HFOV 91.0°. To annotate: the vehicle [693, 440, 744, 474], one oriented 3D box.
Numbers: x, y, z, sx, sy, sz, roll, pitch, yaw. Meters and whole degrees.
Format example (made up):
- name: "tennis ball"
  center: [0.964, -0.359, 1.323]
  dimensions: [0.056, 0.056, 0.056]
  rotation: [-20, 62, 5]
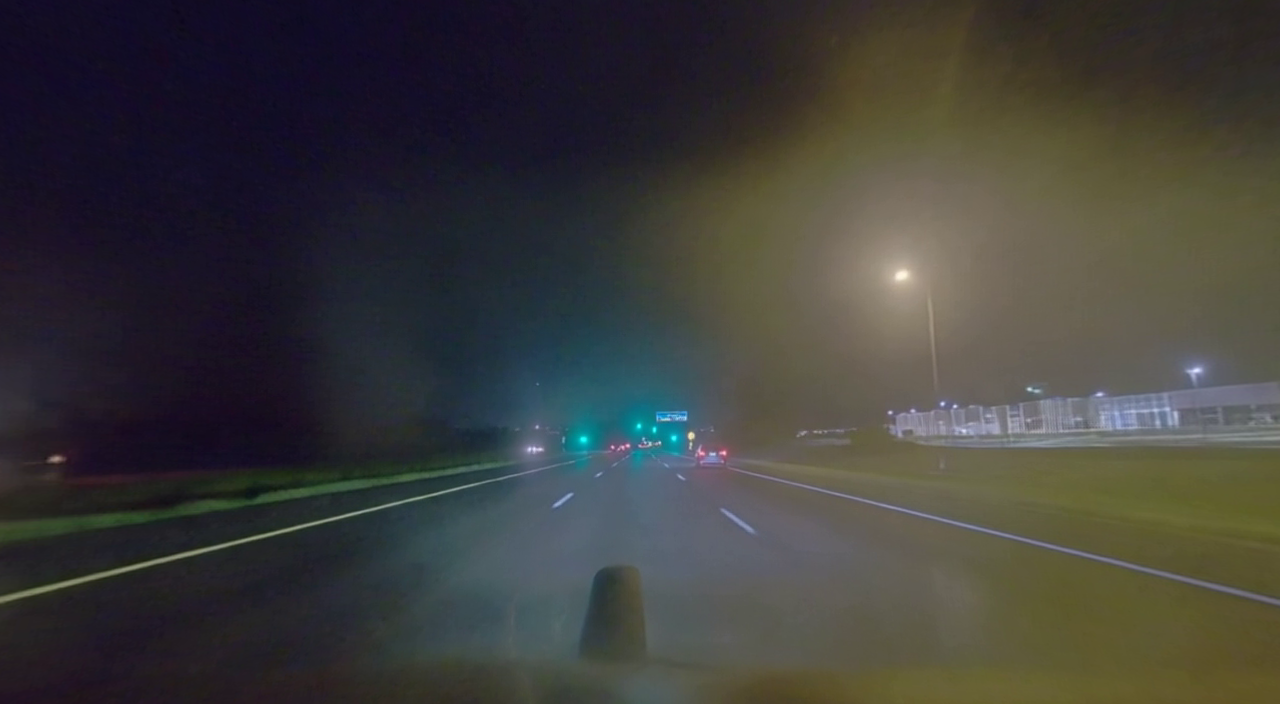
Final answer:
- name: "vehicle"
  center: [3.925, 5.369, 32.482]
  dimensions: [2.085, 1.594, 4.848]
  rotation: [0, -8, 1]
